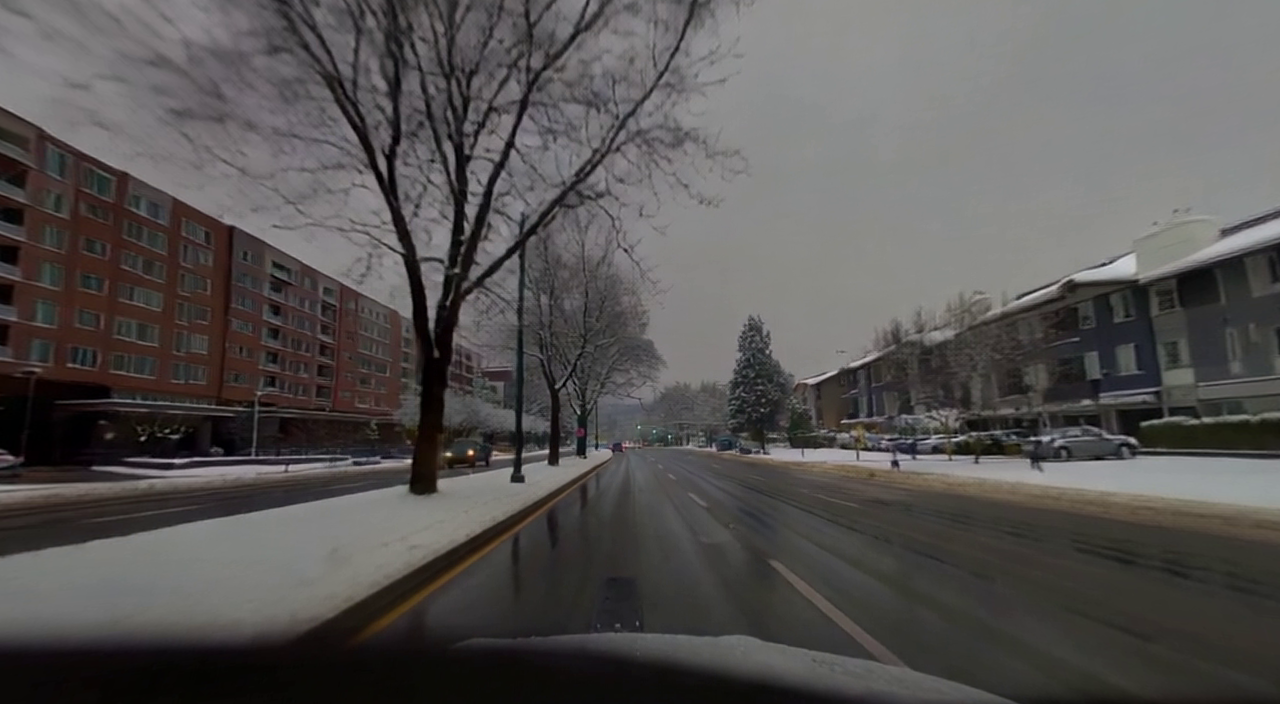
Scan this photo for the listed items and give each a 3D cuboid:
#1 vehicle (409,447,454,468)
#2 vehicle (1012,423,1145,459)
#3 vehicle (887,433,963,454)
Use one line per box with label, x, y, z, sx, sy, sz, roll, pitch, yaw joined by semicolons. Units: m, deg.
vehicle;-16.225;8.189;49.368;1.966;1.523;4.555;0;-9;0
vehicle;22.494;4.585;32.477;5.320;1.722;2.651;2;-9;-15
vehicle;21.743;7.003;48.301;4.739;1.569;2.097;-1;-9;3
